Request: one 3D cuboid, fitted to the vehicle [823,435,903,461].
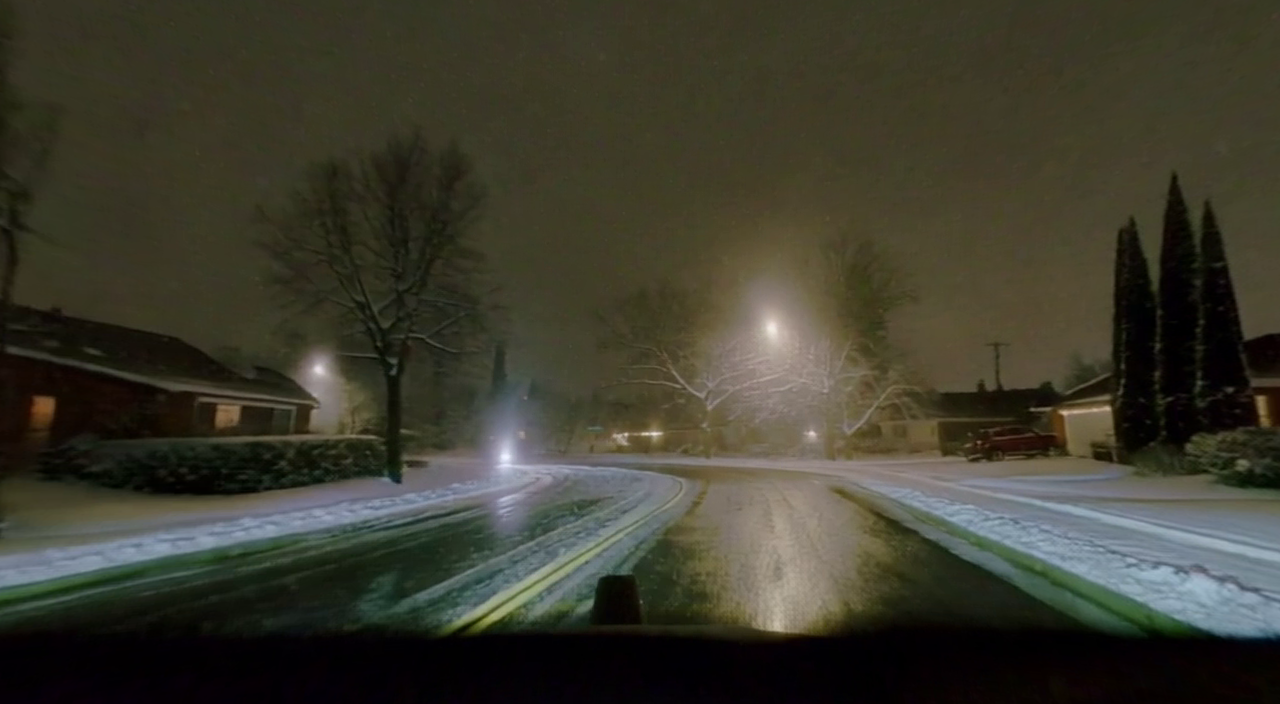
[{"bbox_3d":[15.337,6.592,43.538,4.799,1.451,2.144,0,-8,-20],"label":"vehicle"}]

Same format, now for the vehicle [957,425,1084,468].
[{"bbox_3d":[17.120,4.312,28.647,4.327,1.573,1.967,-6,-10,10],"label":"vehicle"}]
